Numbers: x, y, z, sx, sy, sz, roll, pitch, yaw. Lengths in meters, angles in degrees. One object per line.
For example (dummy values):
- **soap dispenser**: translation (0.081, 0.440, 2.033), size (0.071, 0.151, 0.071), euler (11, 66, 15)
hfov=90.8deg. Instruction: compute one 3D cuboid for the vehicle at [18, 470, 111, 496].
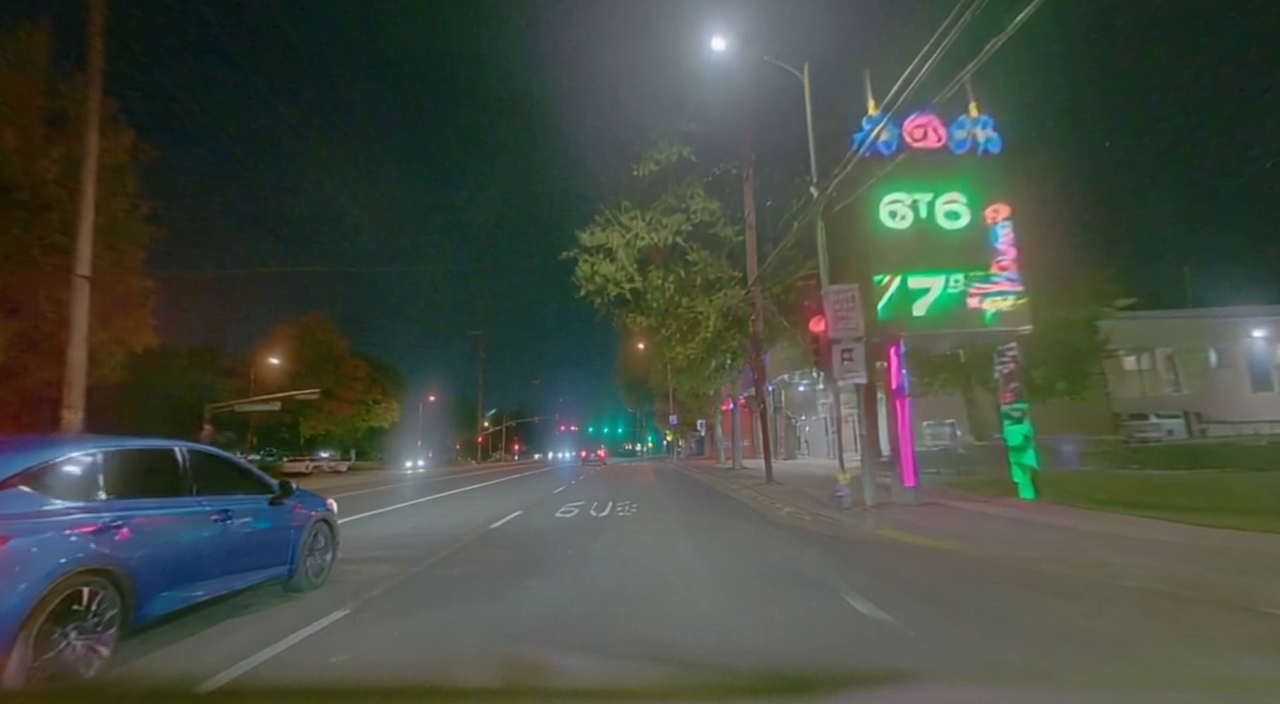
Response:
- **vehicle**: translation (-38.149, 8.681, 41.947), size (4.234, 1.461, 1.904), euler (0, -7, -3)
